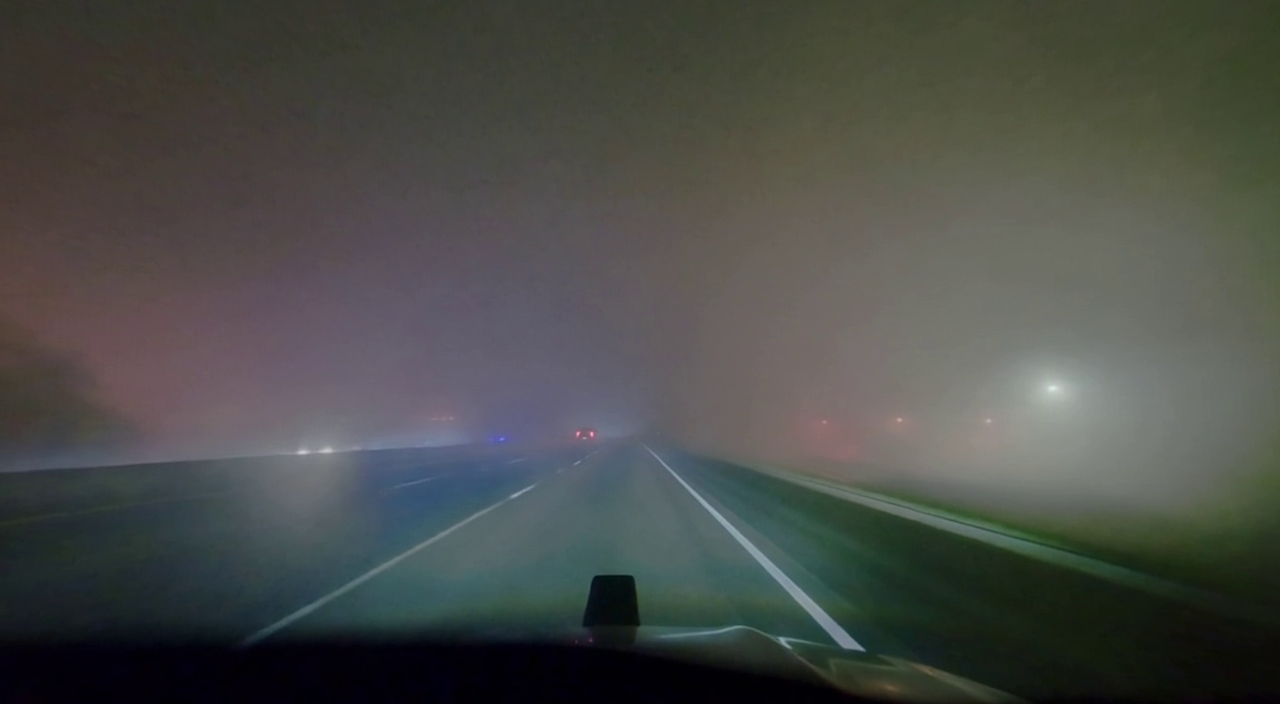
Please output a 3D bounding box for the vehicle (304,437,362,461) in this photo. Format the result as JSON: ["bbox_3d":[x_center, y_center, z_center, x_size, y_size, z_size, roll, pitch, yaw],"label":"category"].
[{"bbox_3d":[-20.165,6.376,41.453,1.794,1.485,3.905,0,-8,0],"label":"vehicle"}]

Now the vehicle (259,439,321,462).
[{"bbox_3d":[-24.034,6.744,43.319,1.801,1.488,4.289,0,-8,-1],"label":"vehicle"}]
